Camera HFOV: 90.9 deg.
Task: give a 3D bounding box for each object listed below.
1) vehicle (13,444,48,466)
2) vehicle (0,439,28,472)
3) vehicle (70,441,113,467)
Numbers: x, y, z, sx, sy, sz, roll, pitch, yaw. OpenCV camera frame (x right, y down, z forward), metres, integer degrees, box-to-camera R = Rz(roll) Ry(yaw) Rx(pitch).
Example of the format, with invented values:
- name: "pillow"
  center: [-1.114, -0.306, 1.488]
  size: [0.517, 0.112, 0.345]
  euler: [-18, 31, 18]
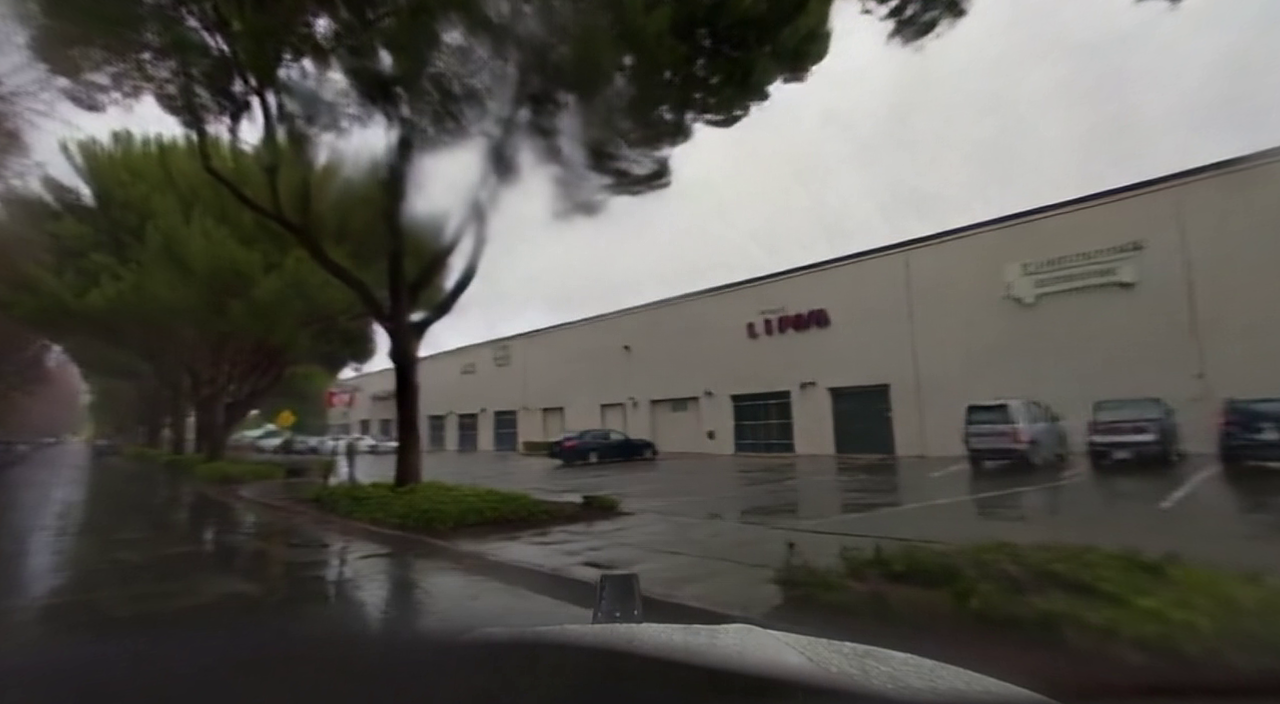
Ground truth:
- name: "vehicle"
  center: [-48.133, 8.076, 49.780]
  size: [1.773, 1.535, 3.979]
  euler: [5, -9, -42]
- name: "vehicle"
  center: [-39.869, 6.552, 39.388]
  size: [2.161, 1.843, 5.181]
  euler: [3, -9, -45]
- name: "vehicle"
  center: [-41.194, 7.606, 47.289]
  size: [2.091, 1.859, 4.194]
  euler: [7, -10, -43]
